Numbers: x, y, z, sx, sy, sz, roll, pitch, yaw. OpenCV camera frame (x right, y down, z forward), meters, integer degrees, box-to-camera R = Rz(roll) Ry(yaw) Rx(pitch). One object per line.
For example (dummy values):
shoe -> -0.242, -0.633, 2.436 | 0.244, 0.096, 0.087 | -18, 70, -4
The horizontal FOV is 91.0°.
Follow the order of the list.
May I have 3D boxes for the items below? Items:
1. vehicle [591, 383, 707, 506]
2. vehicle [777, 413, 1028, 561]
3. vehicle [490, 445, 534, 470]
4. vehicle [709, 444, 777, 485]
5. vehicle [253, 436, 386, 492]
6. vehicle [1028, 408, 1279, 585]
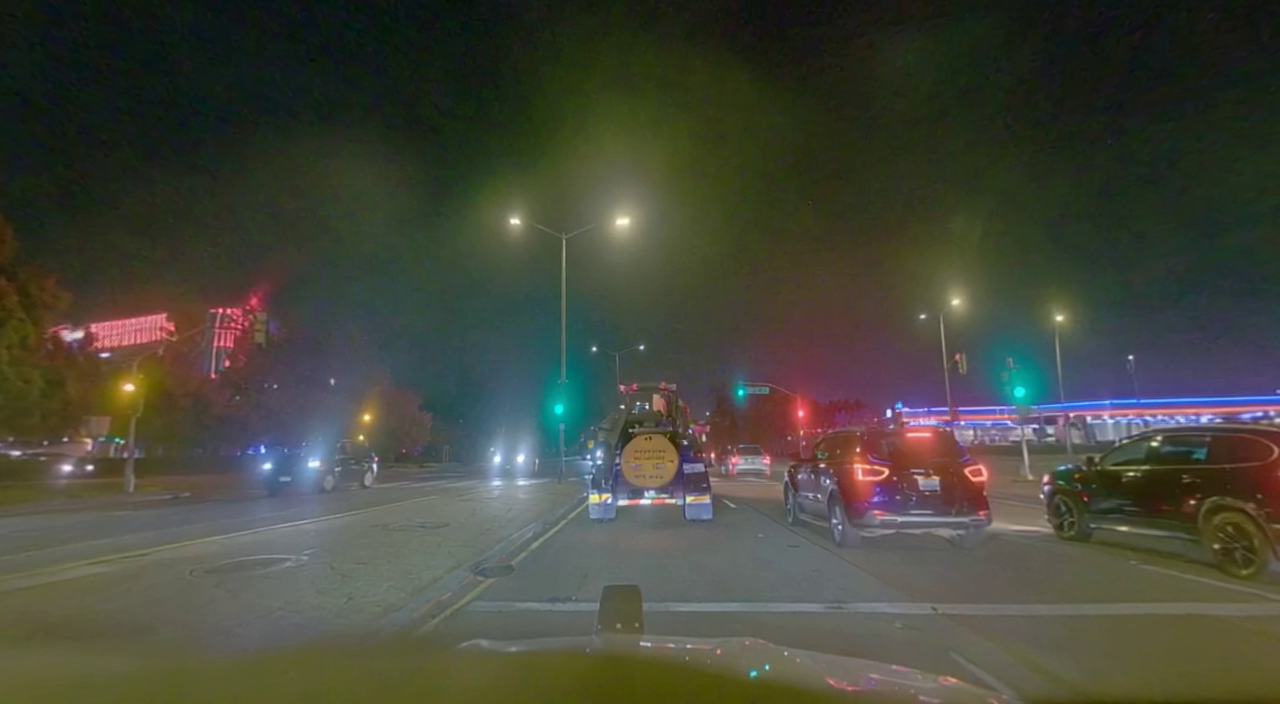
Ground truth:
vehicle -> 0.242, 2.201, 15.233 | 2.370, 2.518, 3.858 | -2, -8, 2
vehicle -> 3.625, 1.940, 9.764 | 2.025, 1.754, 4.311 | 0, -8, 0
vehicle -> -8.288, 6.858, 41.110 | 1.889, 1.576, 4.044 | 0, -9, 1
vehicle -> 4.063, 4.488, 25.493 | 1.967, 1.515, 4.378 | 0, -8, 0
vehicle -> -11.777, 4.129, 23.696 | 2.163, 1.858, 5.318 | 0, -9, 0
vehicle -> 7.198, 1.652, 7.758 | 1.982, 1.698, 4.408 | 0, -9, 0
